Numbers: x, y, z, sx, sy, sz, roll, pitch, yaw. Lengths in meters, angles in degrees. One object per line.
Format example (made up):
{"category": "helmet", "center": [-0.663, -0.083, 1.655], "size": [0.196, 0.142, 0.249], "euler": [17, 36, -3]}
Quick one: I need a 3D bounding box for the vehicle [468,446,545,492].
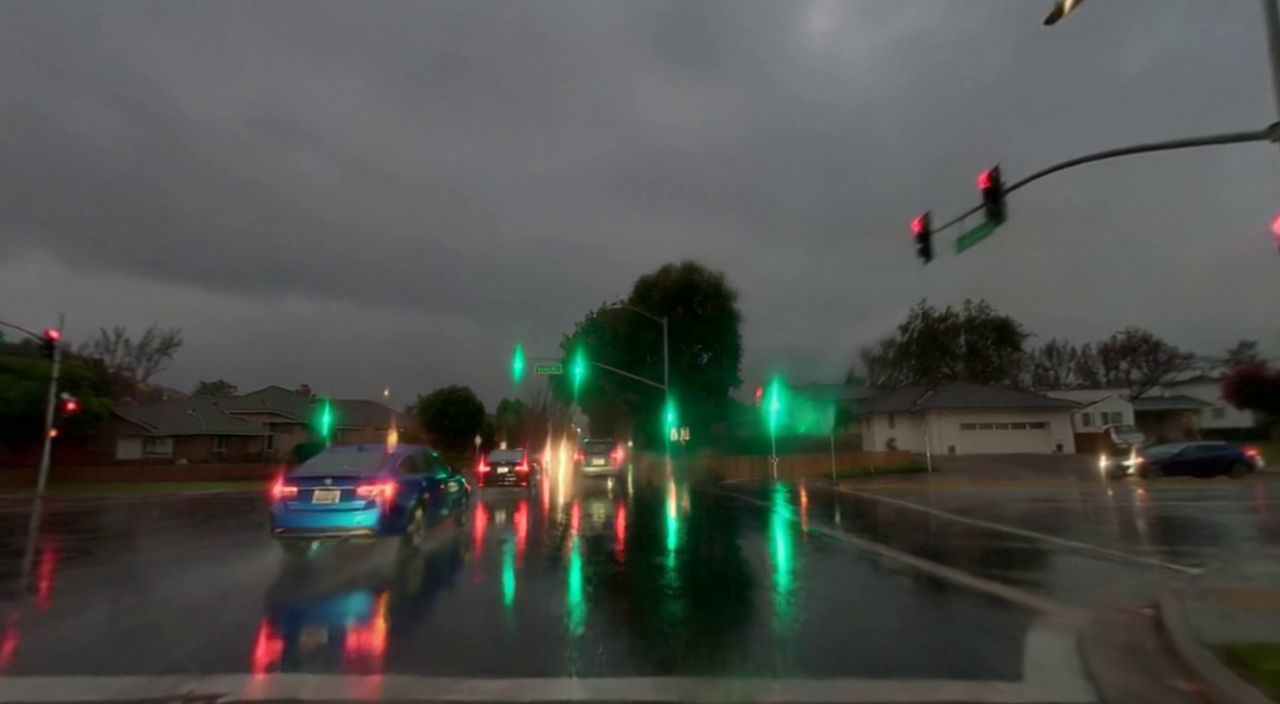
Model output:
{"category": "vehicle", "center": [-4.655, 4.099, 22.658], "size": [1.934, 1.459, 4.368], "euler": [0, -8, -2]}

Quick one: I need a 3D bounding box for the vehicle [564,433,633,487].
{"category": "vehicle", "center": [-1.581, 4.118, 24.430], "size": [2.396, 1.881, 4.606], "euler": [0, -8, -3]}

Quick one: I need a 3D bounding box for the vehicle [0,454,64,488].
{"category": "vehicle", "center": [-33.085, 6.217, 33.304], "size": [2.113, 1.603, 4.222], "euler": [2, -9, -13]}

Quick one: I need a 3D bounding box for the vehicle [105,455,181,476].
{"category": "vehicle", "center": [-37.310, 8.518, 47.565], "size": [1.703, 1.466, 4.296], "euler": [-2, -9, 10]}

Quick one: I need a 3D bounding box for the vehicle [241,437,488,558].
{"category": "vehicle", "center": [-4.017, 2.176, 10.323], "size": [1.977, 1.488, 4.741], "euler": [0, -8, -1]}

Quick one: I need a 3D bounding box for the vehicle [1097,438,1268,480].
{"category": "vehicle", "center": [20.081, 3.974, 23.611], "size": [4.353, 1.431, 1.876], "euler": [-2, -9, 11]}
